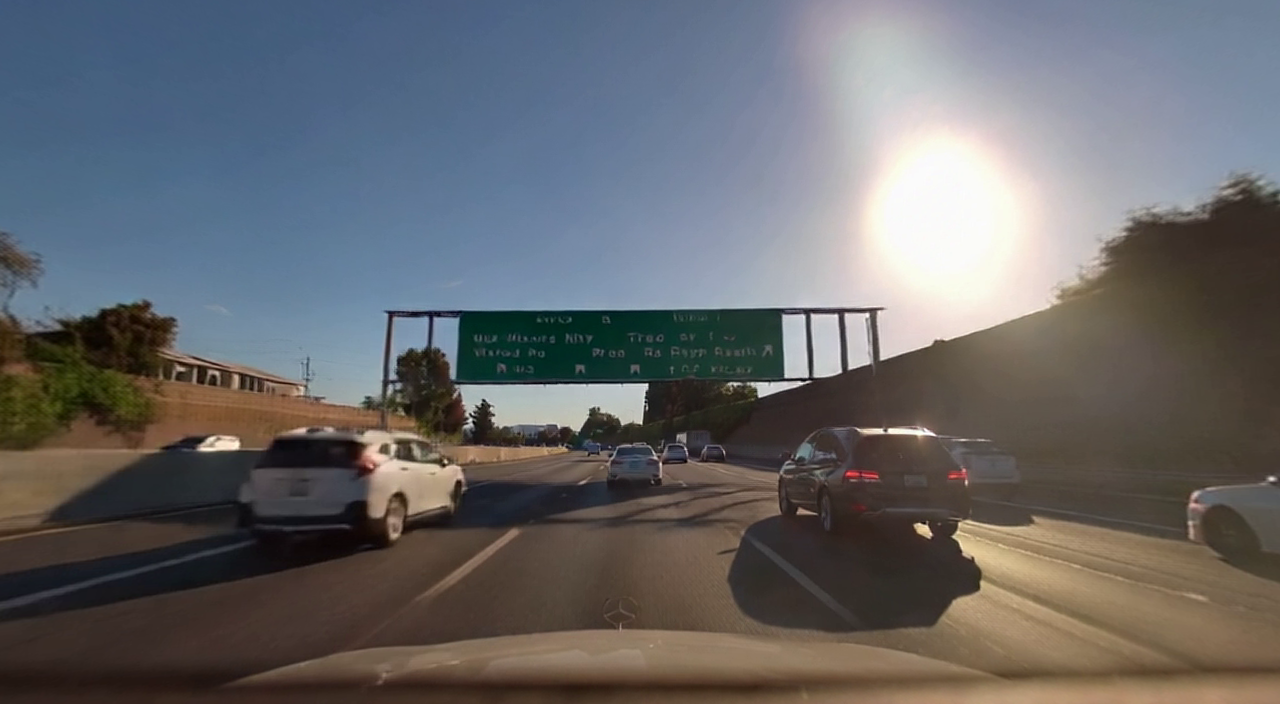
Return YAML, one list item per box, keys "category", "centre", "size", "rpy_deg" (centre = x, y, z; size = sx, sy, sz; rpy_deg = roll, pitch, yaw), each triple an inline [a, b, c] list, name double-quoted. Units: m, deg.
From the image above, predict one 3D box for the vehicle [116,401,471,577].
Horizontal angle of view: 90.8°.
- category: "vehicle"
  centre: [-4.218, 1.773, 9.028]
  size: [2.218, 1.776, 5.031]
  rpy_deg: [0, -9, 0]

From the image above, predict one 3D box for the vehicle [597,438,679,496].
- category: "vehicle"
  centre: [-0.105, 3.280, 18.374]
  size: [2.098, 1.475, 3.997]
  rpy_deg: [0, -9, -1]

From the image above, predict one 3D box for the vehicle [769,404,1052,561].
- category: "vehicle"
  centre: [3.621, 1.856, 9.713]
  size: [2.162, 1.800, 4.693]
  rpy_deg: [0, -9, -1]

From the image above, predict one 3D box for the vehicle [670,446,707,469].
- category: "vehicle"
  centre: [3.244, 7.191, 43.281]
  size: [1.998, 1.490, 4.296]
  rpy_deg: [0, -9, -3]
